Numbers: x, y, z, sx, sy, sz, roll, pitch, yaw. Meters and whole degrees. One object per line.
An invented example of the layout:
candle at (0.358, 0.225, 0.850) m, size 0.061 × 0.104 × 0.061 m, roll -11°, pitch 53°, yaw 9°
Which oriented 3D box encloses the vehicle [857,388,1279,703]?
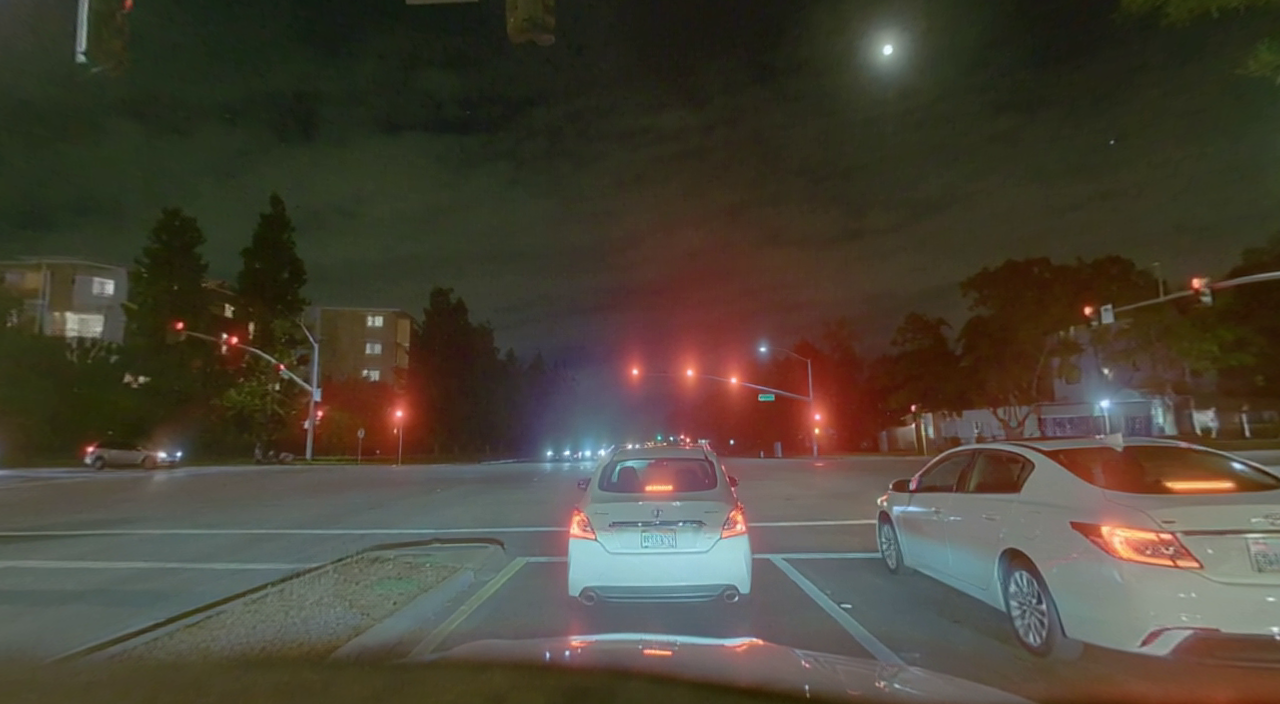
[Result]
vehicle at (3.170, 1.124, 3.901) m, size 1.931 × 1.493 × 4.555 m, roll 0°, pitch -8°, yaw -1°

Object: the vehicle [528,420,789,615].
vehicle at (0.102, 1.563, 6.877) m, size 2.017 × 1.485 × 3.813 m, roll 0°, pitch -8°, yaw -1°

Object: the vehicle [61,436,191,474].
vehicle at (-24.329, 4.883, 29.985) m, size 4.450 × 1.684 × 1.894 m, roll 0°, pitch -8°, yaw 0°
